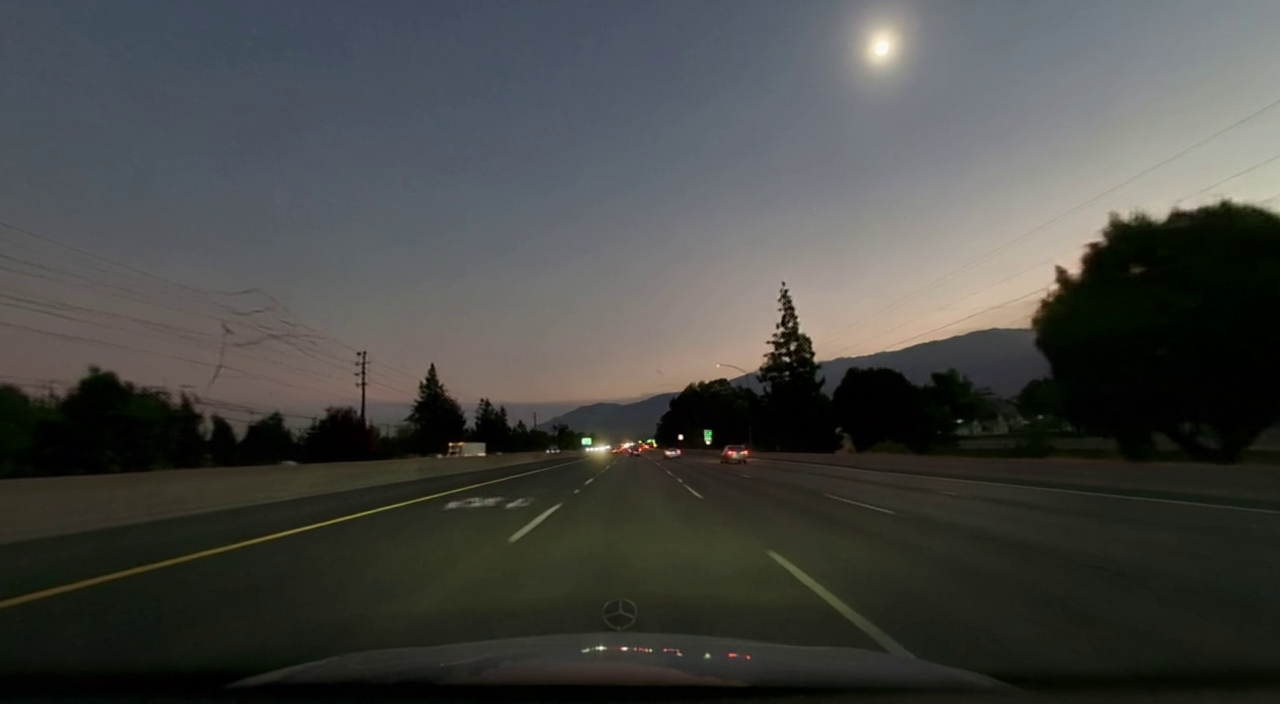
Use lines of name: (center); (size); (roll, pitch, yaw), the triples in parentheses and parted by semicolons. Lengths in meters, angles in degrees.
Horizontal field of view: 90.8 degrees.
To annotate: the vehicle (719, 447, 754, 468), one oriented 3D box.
vehicle: (6.898, 7.577, 45.694); (1.817, 1.440, 4.075); (0, -9, -1)
